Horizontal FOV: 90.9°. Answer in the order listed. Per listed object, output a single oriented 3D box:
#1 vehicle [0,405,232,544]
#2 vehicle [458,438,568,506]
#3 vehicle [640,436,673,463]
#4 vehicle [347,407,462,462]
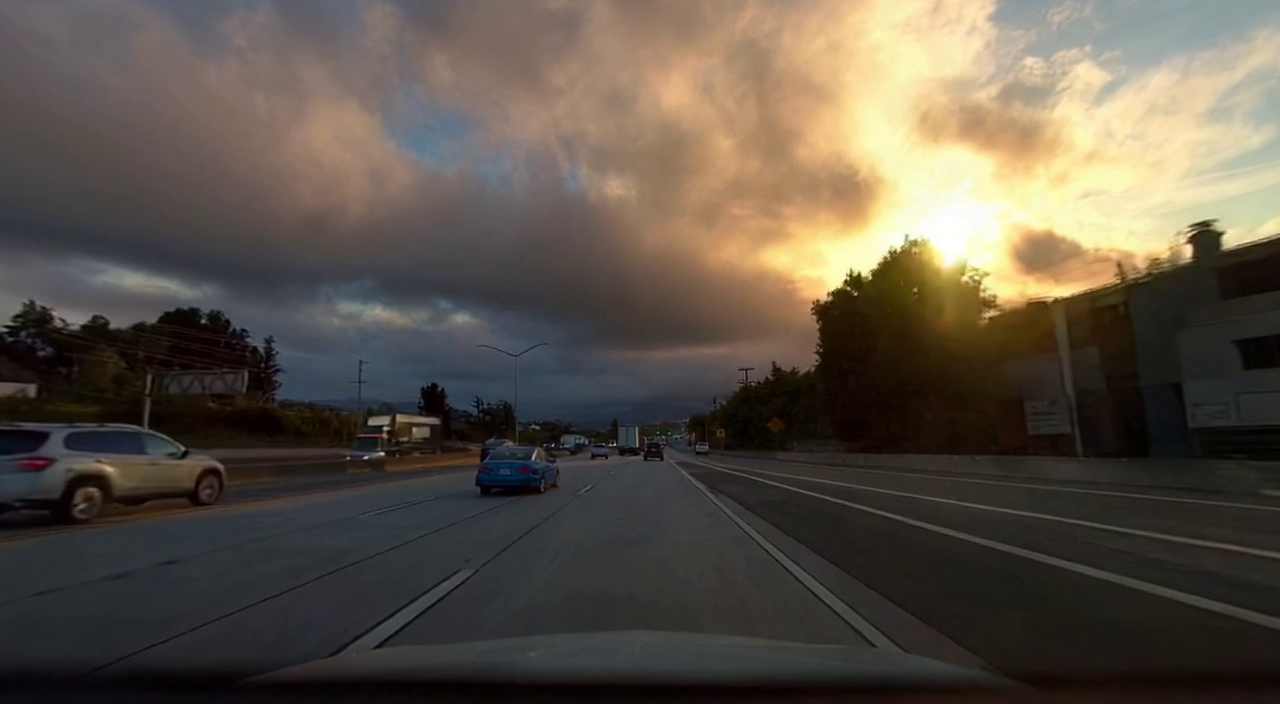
[{"bbox_3d":[-10.216,2.139,11.629,2.053,2.002,4.800,0,-8,1],"label":"vehicle"},{"bbox_3d":[-3.105,2.999,16.192,1.953,1.511,3.704,-1,-8,2],"label":"vehicle"},{"bbox_3d":[1.282,7.467,48.194,2.373,1.935,4.448,-1,-8,2],"label":"vehicle"},{"bbox_3d":[-17.183,6.358,47.778,2.988,3.555,13.842,-1,-8,2],"label":"vehicle"}]
